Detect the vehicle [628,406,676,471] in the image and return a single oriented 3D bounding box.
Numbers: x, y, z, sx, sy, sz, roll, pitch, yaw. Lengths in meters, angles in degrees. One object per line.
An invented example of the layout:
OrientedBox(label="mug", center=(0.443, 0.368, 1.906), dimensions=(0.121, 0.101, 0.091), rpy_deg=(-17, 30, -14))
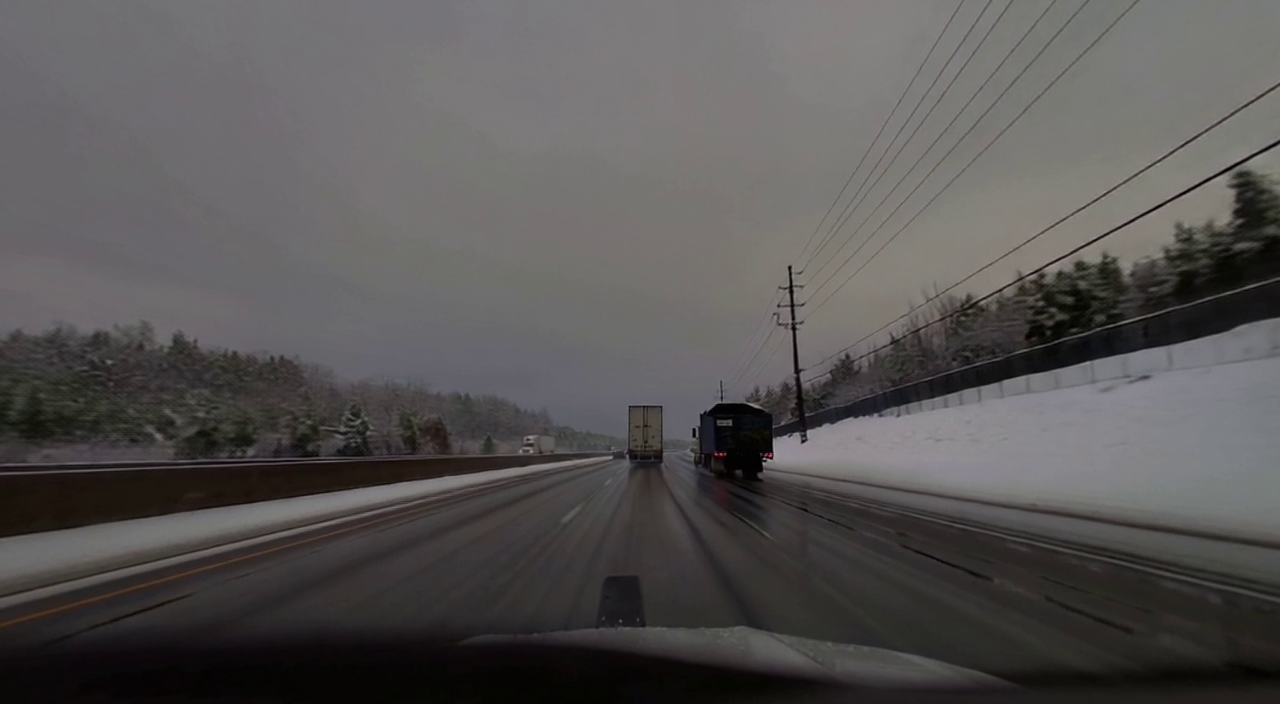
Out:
OrientedBox(label="vehicle", center=(0.653, 6.556, 46.790), dimensions=(2.997, 4.076, 13.224), rpy_deg=(0, -9, -1))

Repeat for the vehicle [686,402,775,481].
OrientedBox(label="vehicle", center=(4.208, 4.559, 31.588), dimensions=(2.938, 3.378, 8.820), rpy_deg=(0, -9, -1))
